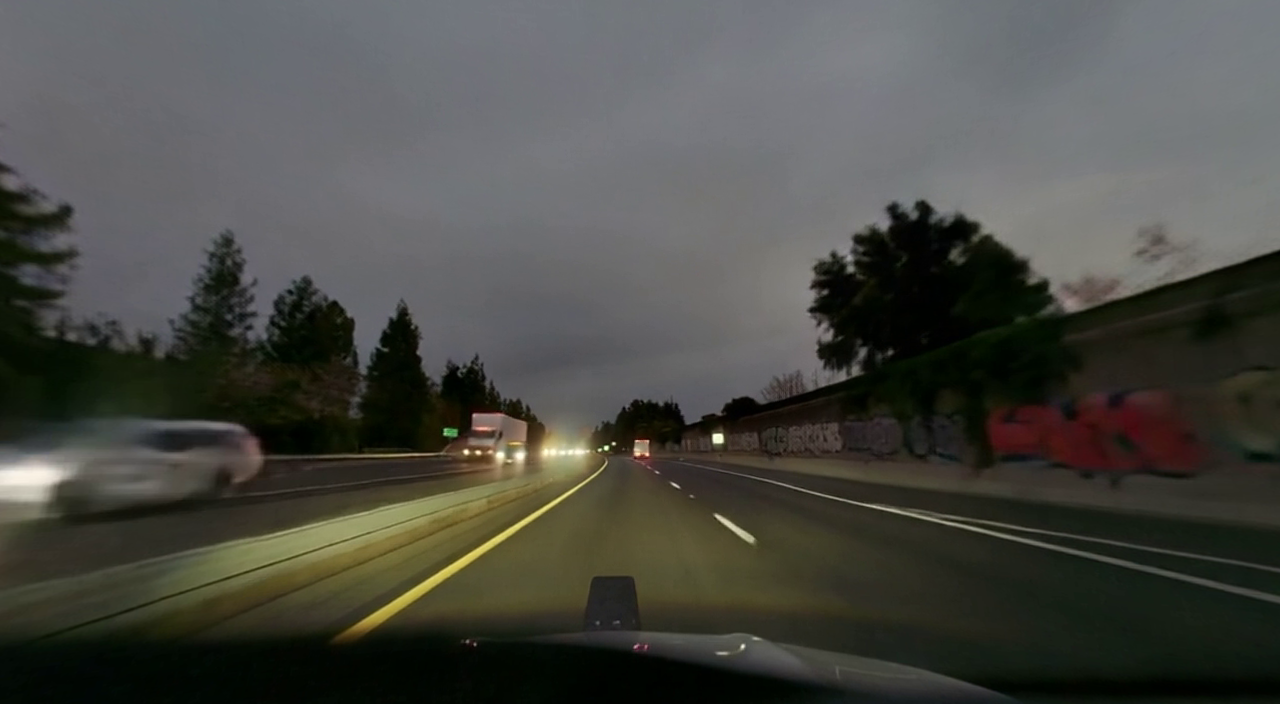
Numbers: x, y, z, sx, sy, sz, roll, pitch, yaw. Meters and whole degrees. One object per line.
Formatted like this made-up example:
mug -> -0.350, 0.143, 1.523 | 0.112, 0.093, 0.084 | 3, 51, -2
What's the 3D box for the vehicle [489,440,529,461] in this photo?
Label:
vehicle -> -10.013, 7.598, 48.419 | 2.121, 1.540, 4.733 | 0, -9, -1
